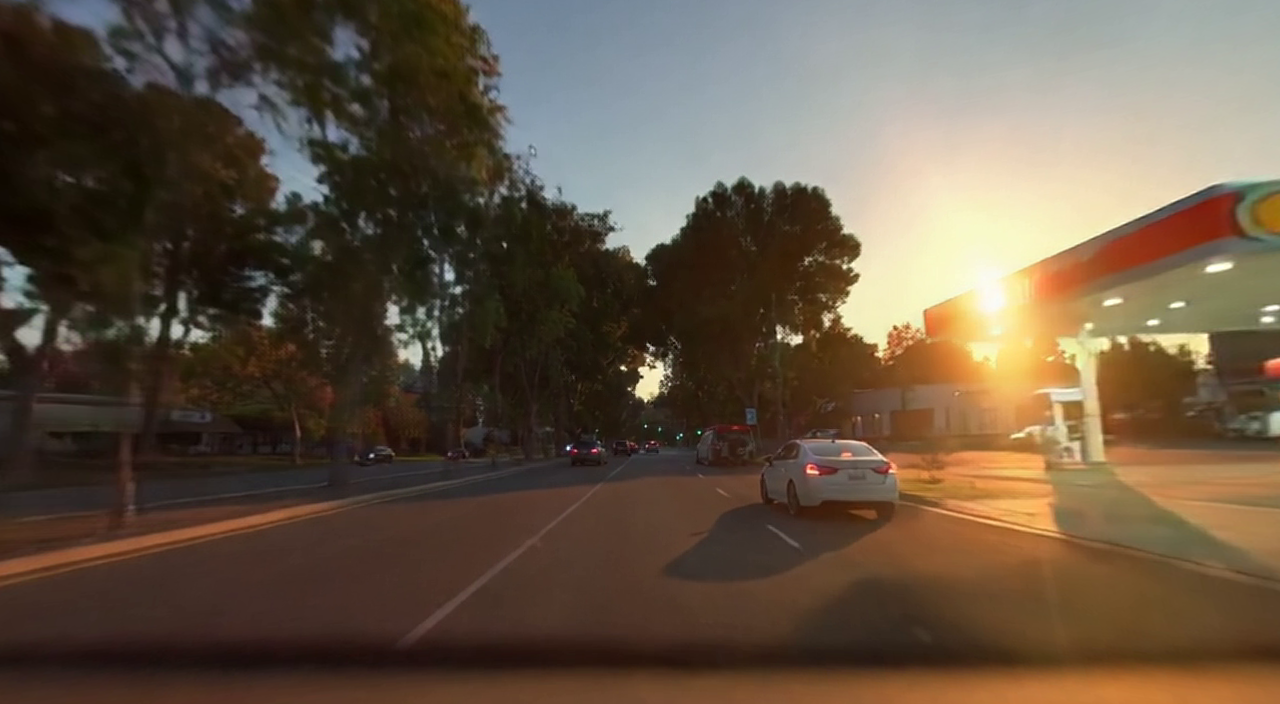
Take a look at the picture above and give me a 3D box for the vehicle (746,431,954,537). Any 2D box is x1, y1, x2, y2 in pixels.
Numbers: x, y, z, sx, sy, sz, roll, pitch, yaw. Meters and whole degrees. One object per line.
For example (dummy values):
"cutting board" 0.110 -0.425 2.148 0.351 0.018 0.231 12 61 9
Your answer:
"vehicle" 3.339 2.195 11.220 2.095 1.475 4.686 0 -8 0

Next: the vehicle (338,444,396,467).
"vehicle" -21.096 7.971 48.913 2.106 1.660 4.699 -1 -8 4

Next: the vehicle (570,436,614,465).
"vehicle" -2.945 6.159 39.572 2.250 1.713 4.422 0 -8 2

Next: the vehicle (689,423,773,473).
"vehicle" 4.272 4.693 31.056 3.245 2.199 6.295 0 -8 0
